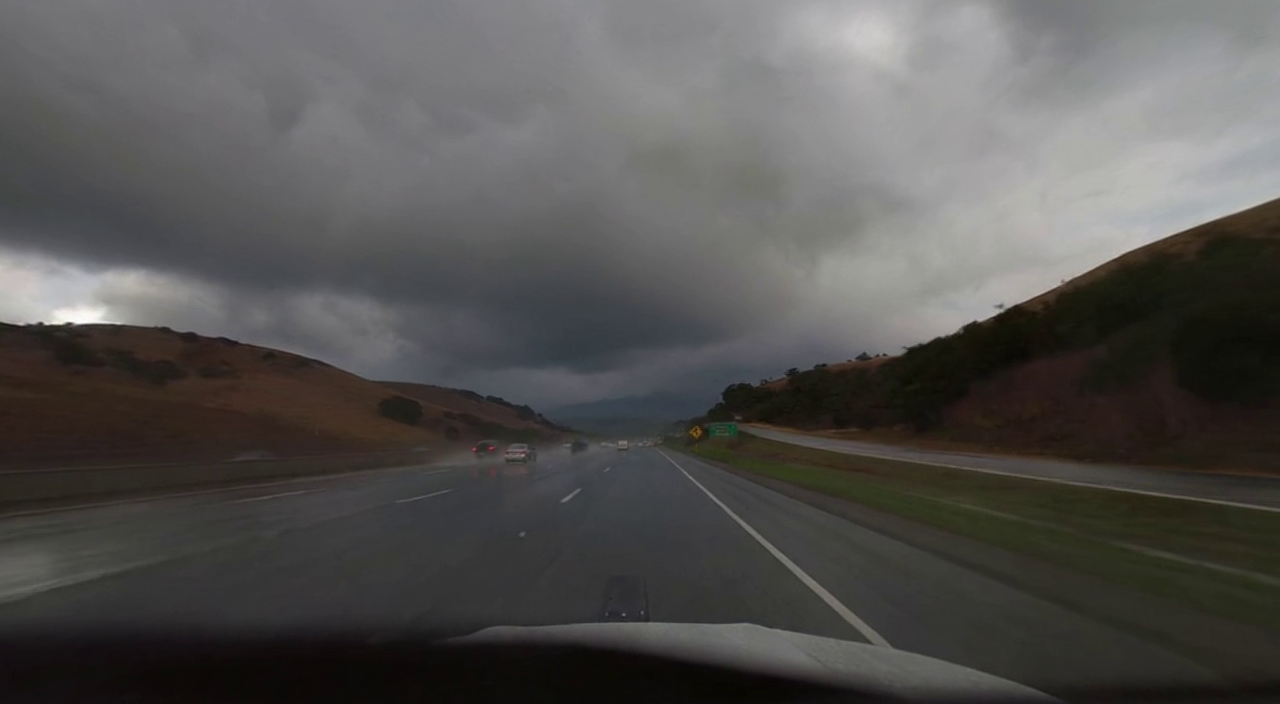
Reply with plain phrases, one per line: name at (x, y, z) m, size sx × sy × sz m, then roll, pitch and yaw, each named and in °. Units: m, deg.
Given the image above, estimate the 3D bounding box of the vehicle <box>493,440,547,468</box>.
vehicle at (-6.814, 5.843, 36.196) m, size 2.107 × 1.484 × 4.449 m, roll 0°, pitch -9°, yaw 2°

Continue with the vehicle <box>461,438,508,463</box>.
vehicle at (-11.114, 7.083, 45.401) m, size 2.020 × 1.645 × 4.629 m, roll 0°, pitch -9°, yaw 2°
